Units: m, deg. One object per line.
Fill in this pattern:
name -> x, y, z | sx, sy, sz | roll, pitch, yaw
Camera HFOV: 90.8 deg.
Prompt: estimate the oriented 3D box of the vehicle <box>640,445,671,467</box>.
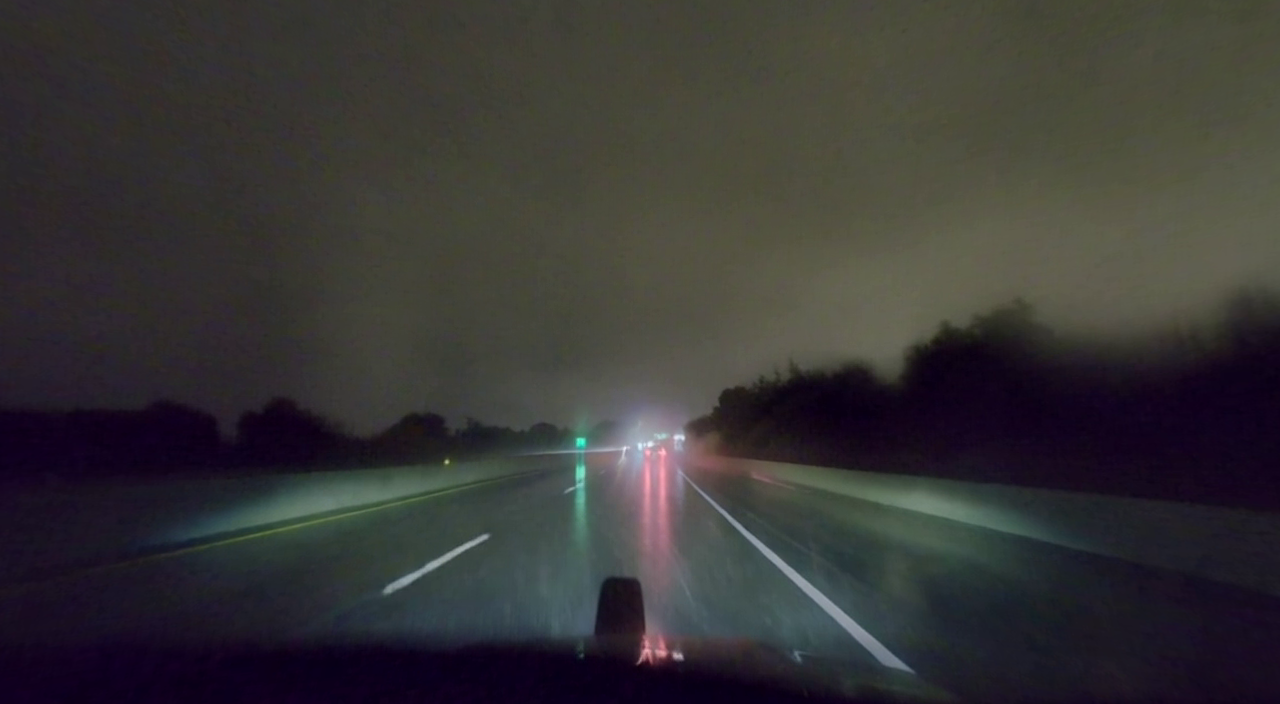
vehicle -> 1.151, 7.809, 47.421 | 2.221, 1.603, 4.149 | -1, -9, 2
